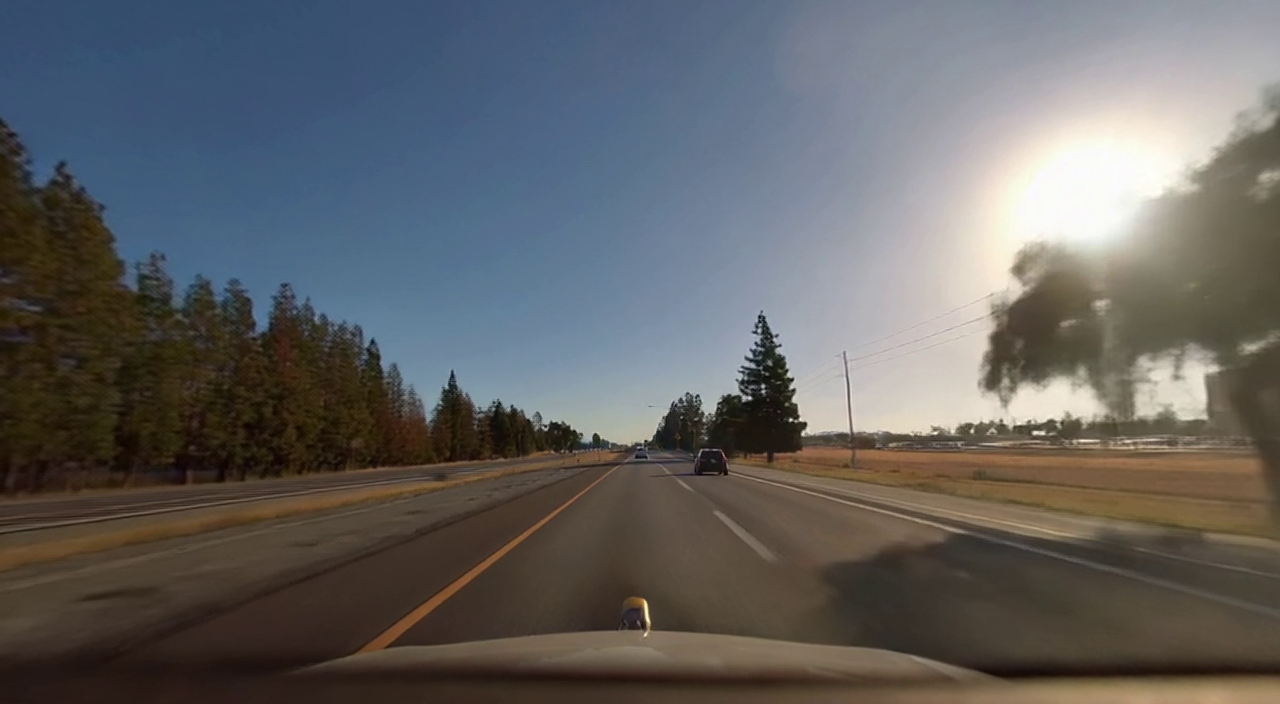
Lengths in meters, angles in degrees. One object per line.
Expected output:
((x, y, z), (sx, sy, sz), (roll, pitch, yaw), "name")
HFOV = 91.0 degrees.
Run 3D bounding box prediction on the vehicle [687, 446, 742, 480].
((3.606, 5.461, 31.284), (2.115, 1.522, 4.330), (0, -9, -1), "vehicle")
